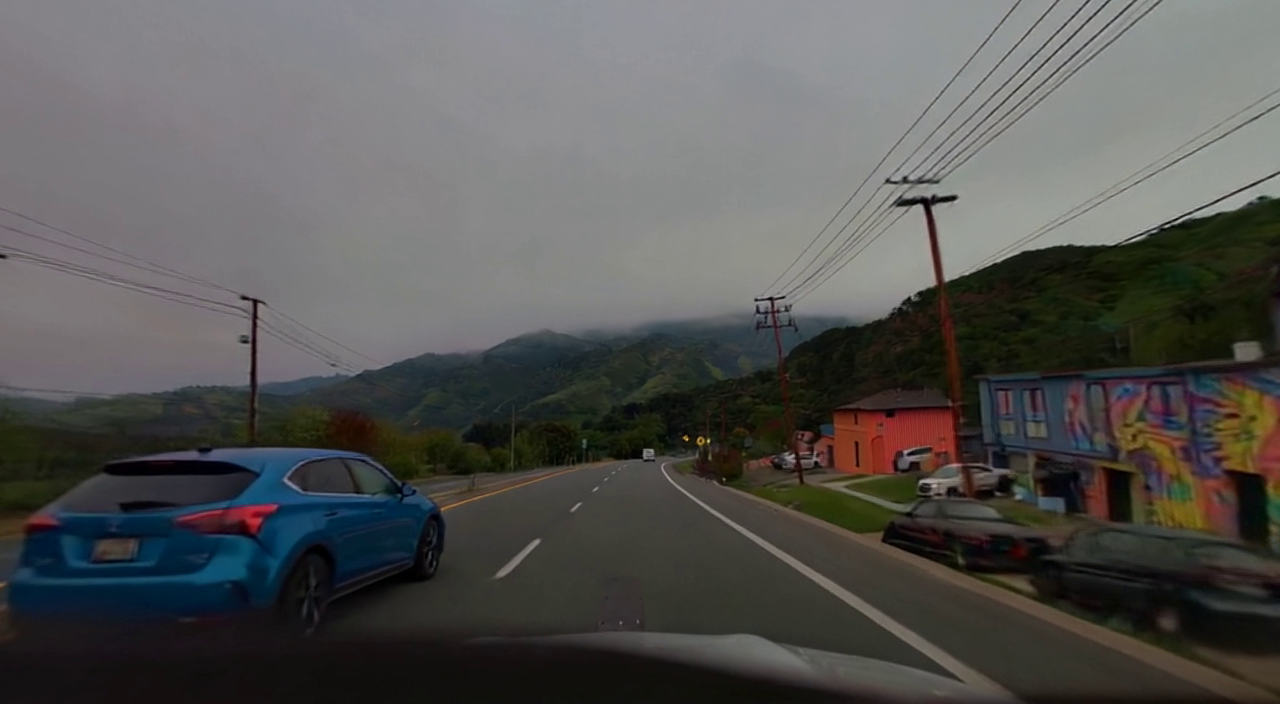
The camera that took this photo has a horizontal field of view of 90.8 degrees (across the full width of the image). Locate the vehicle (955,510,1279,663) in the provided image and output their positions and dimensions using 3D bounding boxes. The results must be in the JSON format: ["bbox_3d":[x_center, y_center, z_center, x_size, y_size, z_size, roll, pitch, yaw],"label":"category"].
[{"bbox_3d":[7.127,3.512,10.216,1.791,1.445,4.412,0,-9,0],"label":"vehicle"}]

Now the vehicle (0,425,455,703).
[{"bbox_3d":[-3.031,1.382,4.826,1.972,1.496,4.150,0,-9,0],"label":"vehicle"}]

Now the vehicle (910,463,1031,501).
[{"bbox_3d":[16.829,6.635,32.389,4.995,1.794,2.020,-1,-9,4],"label":"vehicle"}]

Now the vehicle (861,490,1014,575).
[{"bbox_3d":[7.282,4.438,15.992,1.976,1.563,3.852,0,-9,0],"label":"vehicle"}]
